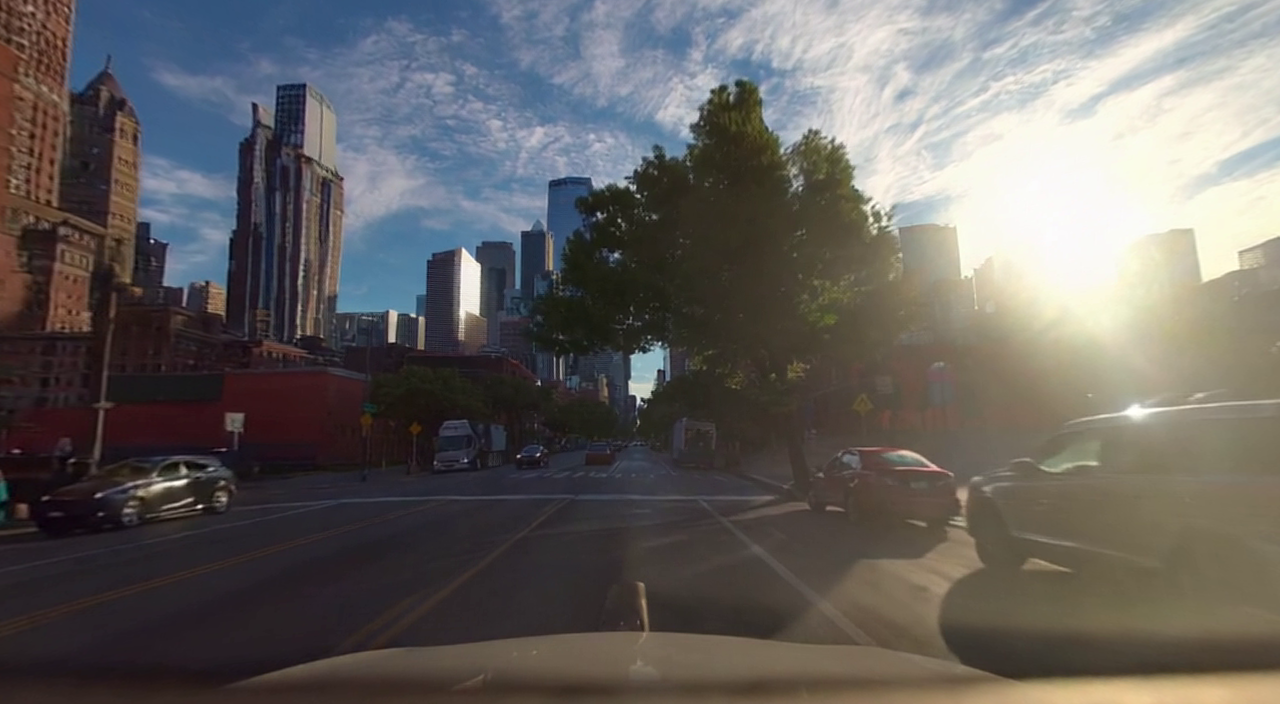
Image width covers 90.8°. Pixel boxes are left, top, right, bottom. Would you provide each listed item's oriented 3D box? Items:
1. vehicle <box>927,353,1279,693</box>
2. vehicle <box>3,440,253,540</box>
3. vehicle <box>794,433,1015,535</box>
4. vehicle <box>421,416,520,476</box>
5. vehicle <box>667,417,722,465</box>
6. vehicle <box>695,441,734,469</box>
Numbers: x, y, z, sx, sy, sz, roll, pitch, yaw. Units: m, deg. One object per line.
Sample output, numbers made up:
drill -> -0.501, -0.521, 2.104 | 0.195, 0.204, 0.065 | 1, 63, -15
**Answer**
vehicle -> 4.742, 1.203, 5.177 | 2.237, 1.908, 5.320 | 0, -8, 0
vehicle -> -11.173, 3.003, 14.360 | 2.039, 1.770, 4.445 | -3, -9, -1
vehicle -> 4.527, 2.311, 11.739 | 2.079, 1.501, 4.385 | 0, -8, -2
vehicle -> -11.245, 6.421, 43.539 | 3.049, 3.345, 12.614 | -4, -8, 1
vehicle -> 3.847, 6.566, 46.331 | 2.952, 3.171, 7.939 | 0, -8, -3
vehicle -> 4.391, 6.145, 37.818 | 1.891, 1.535, 4.068 | 0, -8, 0
